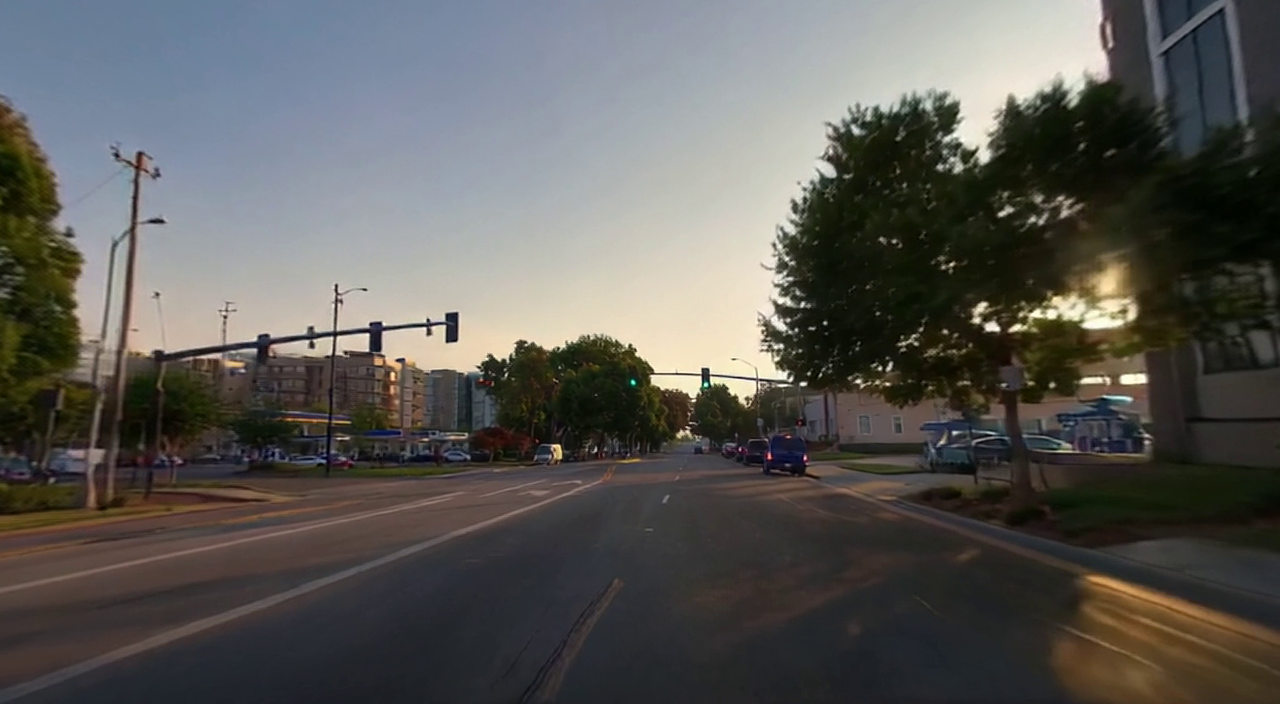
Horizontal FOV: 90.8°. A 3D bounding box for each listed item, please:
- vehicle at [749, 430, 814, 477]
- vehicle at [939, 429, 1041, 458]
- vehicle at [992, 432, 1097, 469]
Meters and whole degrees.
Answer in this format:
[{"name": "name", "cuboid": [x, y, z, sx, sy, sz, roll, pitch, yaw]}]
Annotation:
[{"name": "vehicle", "cuboid": [6.212, 4.532, 28.366, 2.194, 1.896, 5.049, -1, -8, 6]}, {"name": "vehicle", "cuboid": [19.366, 5.084, 35.113, 4.421, 1.548, 2.061, -1, -8, 7]}, {"name": "vehicle", "cuboid": [16.836, 4.124, 26.587, 1.919, 1.411, 4.440, -1, -8, 7]}]
